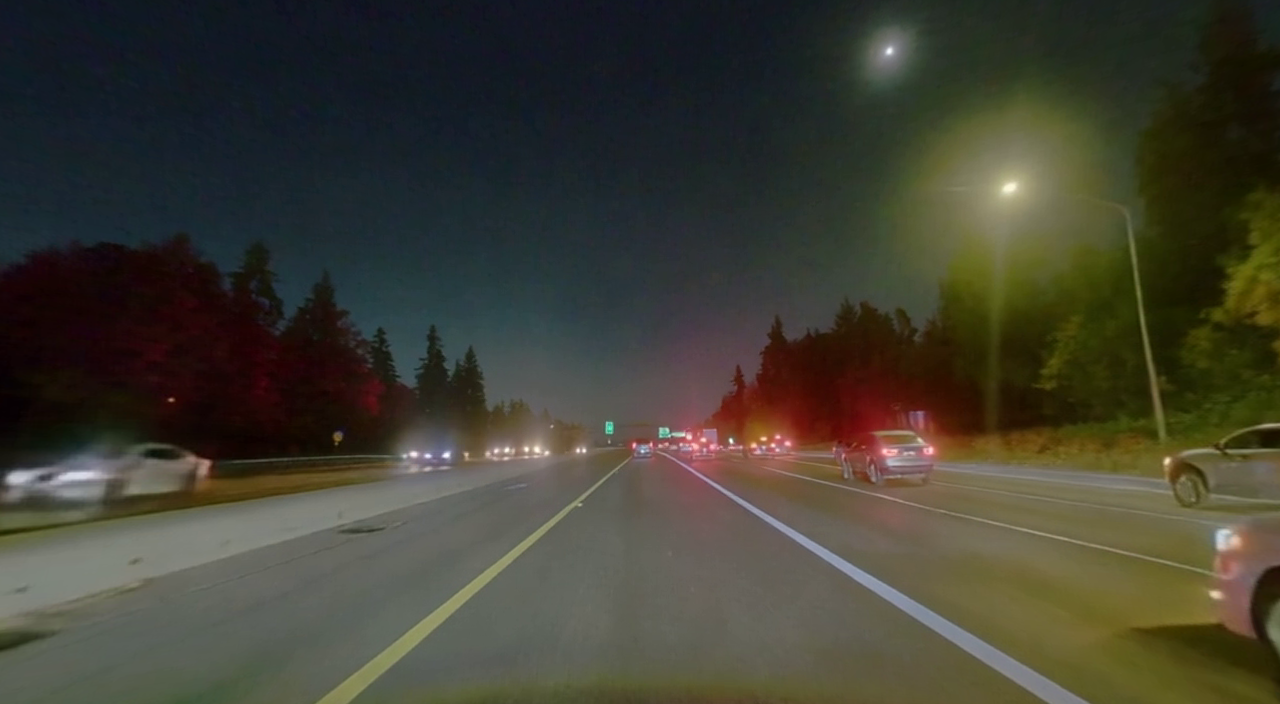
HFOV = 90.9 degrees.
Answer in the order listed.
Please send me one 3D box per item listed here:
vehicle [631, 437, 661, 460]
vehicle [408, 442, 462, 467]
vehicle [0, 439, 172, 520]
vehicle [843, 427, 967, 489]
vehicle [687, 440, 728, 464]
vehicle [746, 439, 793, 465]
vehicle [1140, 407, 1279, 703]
[{"bbox_3d":[0.470,7.120,46.609,2.124,1.639,4.122,0,-8,1],"label":"vehicle"},{"bbox_3d":[-13.789,6.909,42.704,2.103,1.542,4.434,0,-8,0],"label":"vehicle"},{"bbox_3d":[-13.576,2.887,14.877,1.847,1.610,4.188,0,-8,0],"label":"vehicle"},{"bbox_3d":[8.101,3.282,19.800,1.986,1.703,4.226,0,-8,-1],"label":"vehicle"},{"bbox_3d":[4.329,6.496,41.125,2.118,1.438,4.312,0,-8,-1],"label":"vehicle"},{"bbox_3d":[7.990,6.210,39.365,1.919,1.476,4.303,0,-8,-1],"label":"vehicle"},{"bbox_3d":[4.153,0.750,1.229,2.223,1.483,5.075,0,-8,0],"label":"vehicle"}]
